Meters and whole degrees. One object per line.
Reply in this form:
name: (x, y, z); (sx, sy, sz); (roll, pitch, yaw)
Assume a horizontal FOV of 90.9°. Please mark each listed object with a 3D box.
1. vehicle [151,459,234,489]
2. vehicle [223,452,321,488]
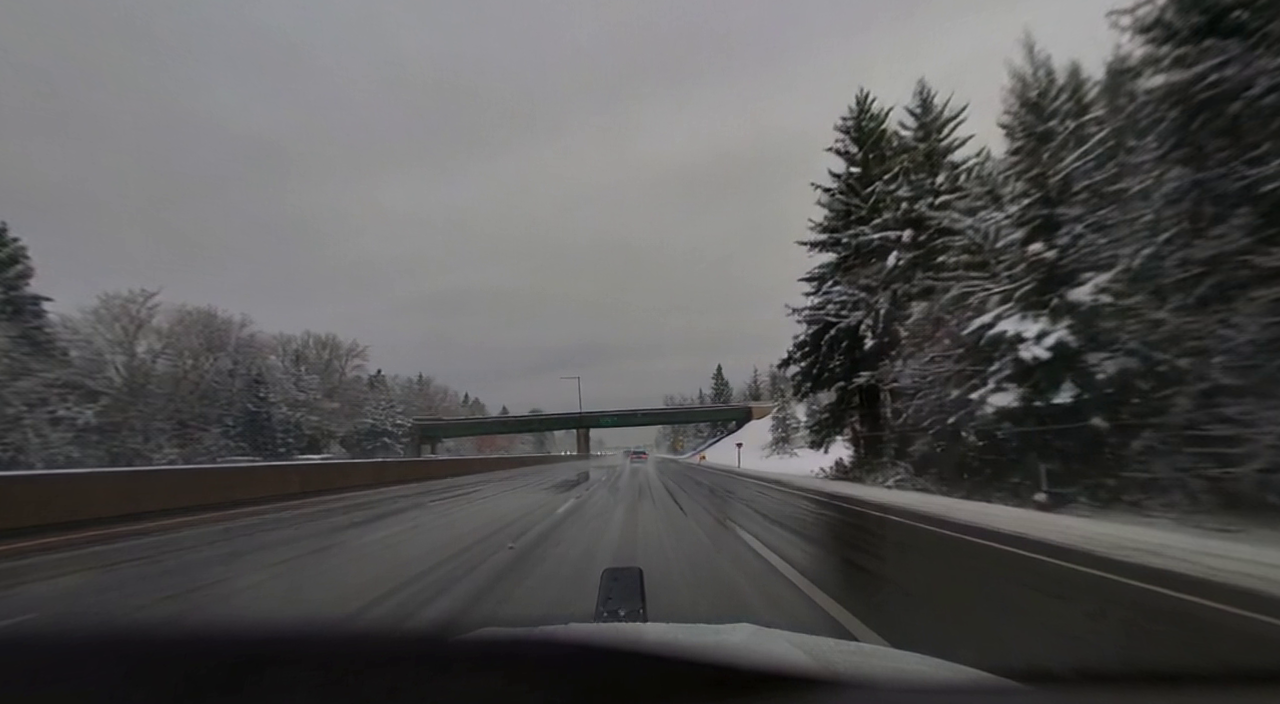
vehicle: (-23.906, 6.514, 33.834); (1.822, 1.424, 3.572); (0, -9, 0)
vehicle: (-15.821, 5.073, 27.353); (1.801, 1.433, 4.040); (0, -9, 0)
